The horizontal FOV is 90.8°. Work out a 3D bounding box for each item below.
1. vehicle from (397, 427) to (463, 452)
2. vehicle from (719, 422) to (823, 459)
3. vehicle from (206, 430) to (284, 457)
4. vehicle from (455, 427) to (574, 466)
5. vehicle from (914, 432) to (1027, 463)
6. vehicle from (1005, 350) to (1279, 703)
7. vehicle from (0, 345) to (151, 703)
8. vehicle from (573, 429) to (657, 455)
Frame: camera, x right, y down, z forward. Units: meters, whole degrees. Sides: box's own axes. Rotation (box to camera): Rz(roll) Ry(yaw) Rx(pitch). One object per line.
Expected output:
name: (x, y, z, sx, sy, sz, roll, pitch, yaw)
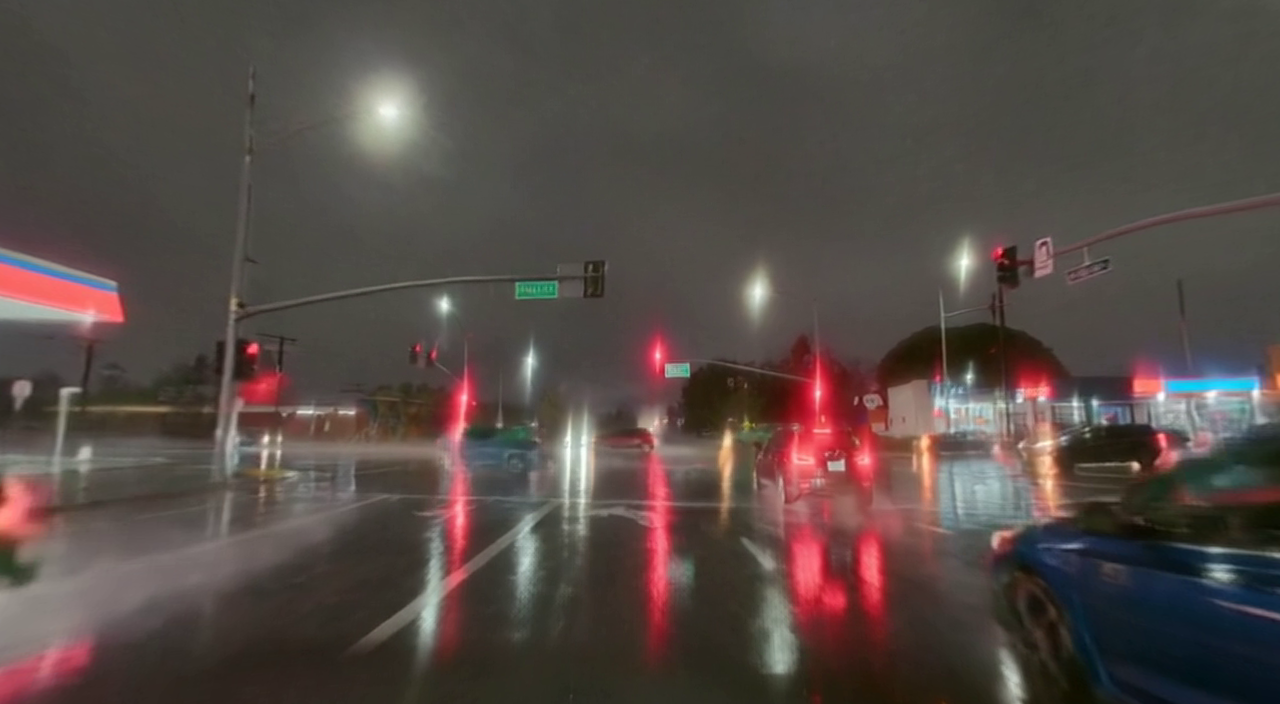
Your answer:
vehicle: (-15.127, 6.335, 45.444, 4.433, 1.717, 1.839, -5, -9, 27)
vehicle: (6.334, 4.284, 30.556, 4.562, 1.676, 1.819, -4, -9, 26)
vehicle: (-22.970, 5.332, 36.705, 4.670, 1.458, 1.959, -6, -10, 32)
vehicle: (-5.241, 3.919, 26.196, 4.806, 1.482, 1.862, -5, -9, 30)
vehicle: (16.478, 4.778, 31.661, 4.792, 1.467, 1.831, -4, -9, 27)
vehicle: (2.793, 0.616, 0.741, 1.995, 1.525, 4.392, 0, -8, -2)
vehicle: (-3.866, 0.625, 1.423, 2.196, 1.696, 4.484, 0, -8, -5)
vehicle: (-1.558, 5.452, 38.222, 4.801, 1.466, 1.830, -5, -9, 27)
